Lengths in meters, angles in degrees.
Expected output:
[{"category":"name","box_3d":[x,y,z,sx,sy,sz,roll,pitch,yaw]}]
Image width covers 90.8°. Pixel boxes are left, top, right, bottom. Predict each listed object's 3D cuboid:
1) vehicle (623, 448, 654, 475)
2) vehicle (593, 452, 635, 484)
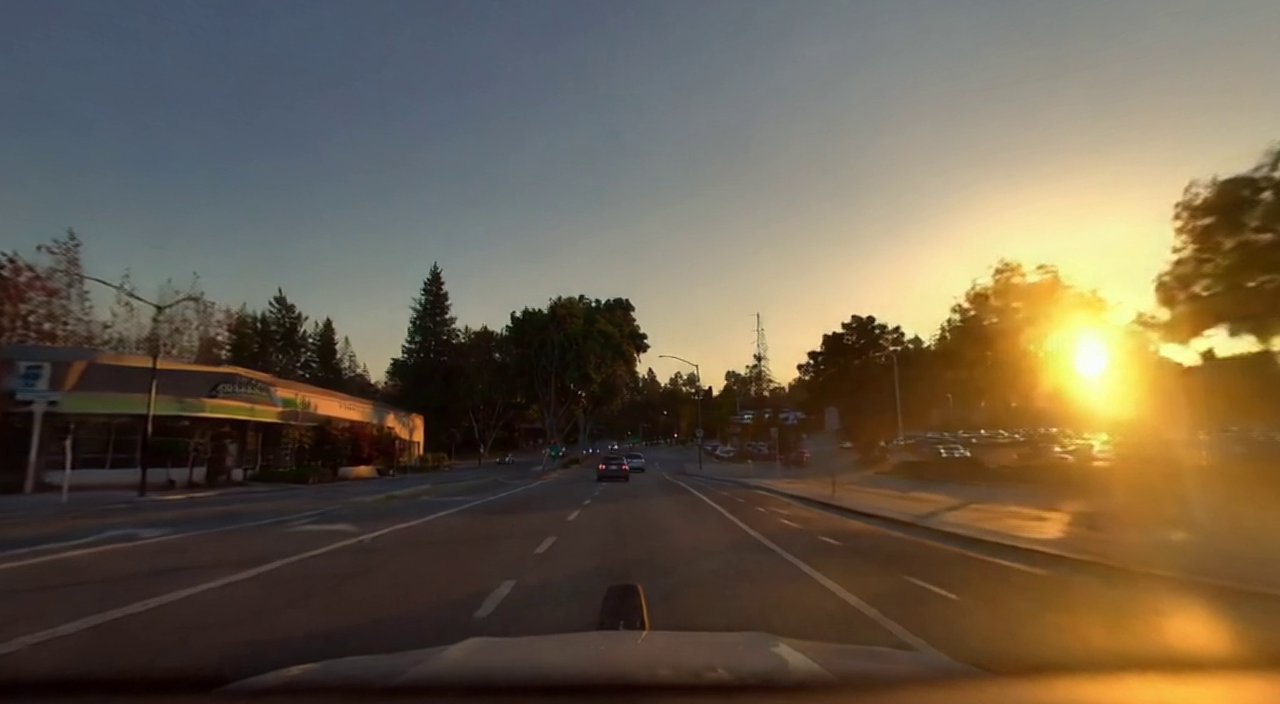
[{"category":"vehicle","box_3d":[-0.157,7.662,44.459,2.046,1.768,4.370,1,-9,-3]},{"category":"vehicle","box_3d":[-1.262,5.628,30.880,1.917,1.418,3.987,1,-9,-2]}]
